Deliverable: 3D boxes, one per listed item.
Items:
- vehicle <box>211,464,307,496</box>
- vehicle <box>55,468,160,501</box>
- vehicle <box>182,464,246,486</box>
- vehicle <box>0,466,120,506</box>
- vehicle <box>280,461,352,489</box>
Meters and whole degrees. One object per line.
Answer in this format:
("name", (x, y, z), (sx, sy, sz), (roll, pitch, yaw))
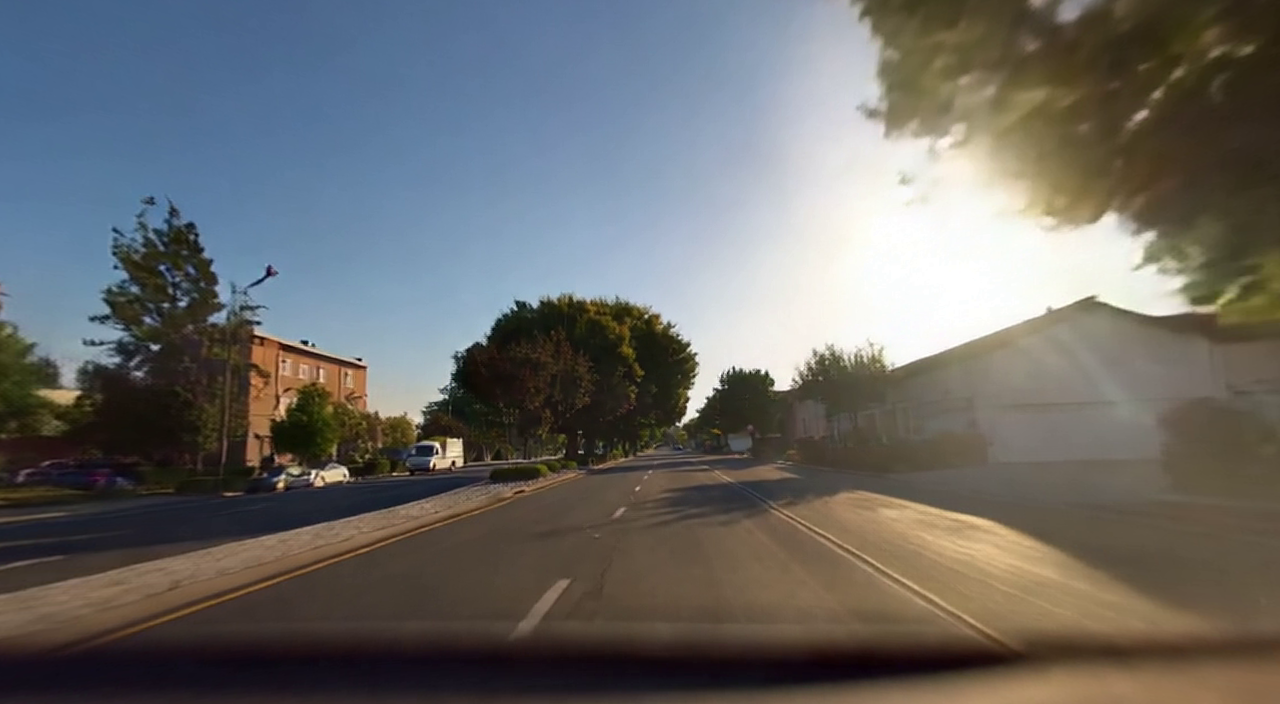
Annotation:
("vehicle", (-19.914, 6.687, 33.172), (1.929, 1.393, 4.611), (-1, -8, 4))
("vehicle", (-26.634, 6.608, 31.677), (1.872, 1.413, 3.806), (-1, -9, 1))
("vehicle", (-29.366, 8.470, 43.507), (1.610, 1.378, 3.889), (-2, -10, 0))
("vehicle", (-29.147, 6.624, 31.476), (1.870, 1.601, 5.128), (0, -8, 0))
("vehicle", (-19.703, 7.462, 38.505), (1.820, 1.459, 4.559), (-1, -8, 3))
